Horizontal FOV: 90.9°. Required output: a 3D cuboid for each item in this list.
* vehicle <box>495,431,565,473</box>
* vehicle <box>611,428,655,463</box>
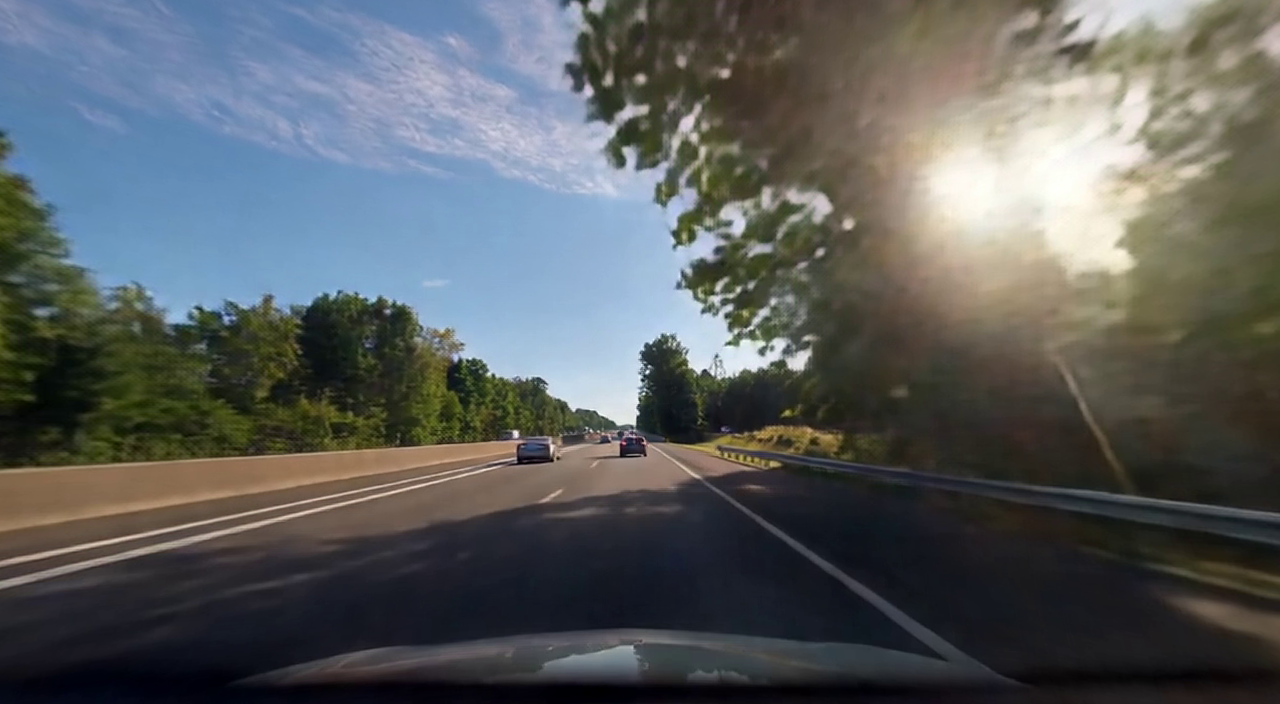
[{"bbox_3d":[-4.256,3.912,24.986,2.030,1.491,4.046,0,-8,0],"label":"vehicle"},{"bbox_3d":[-0.335,4.824,32.639,2.134,1.654,4.174,0,-8,0],"label":"vehicle"}]
